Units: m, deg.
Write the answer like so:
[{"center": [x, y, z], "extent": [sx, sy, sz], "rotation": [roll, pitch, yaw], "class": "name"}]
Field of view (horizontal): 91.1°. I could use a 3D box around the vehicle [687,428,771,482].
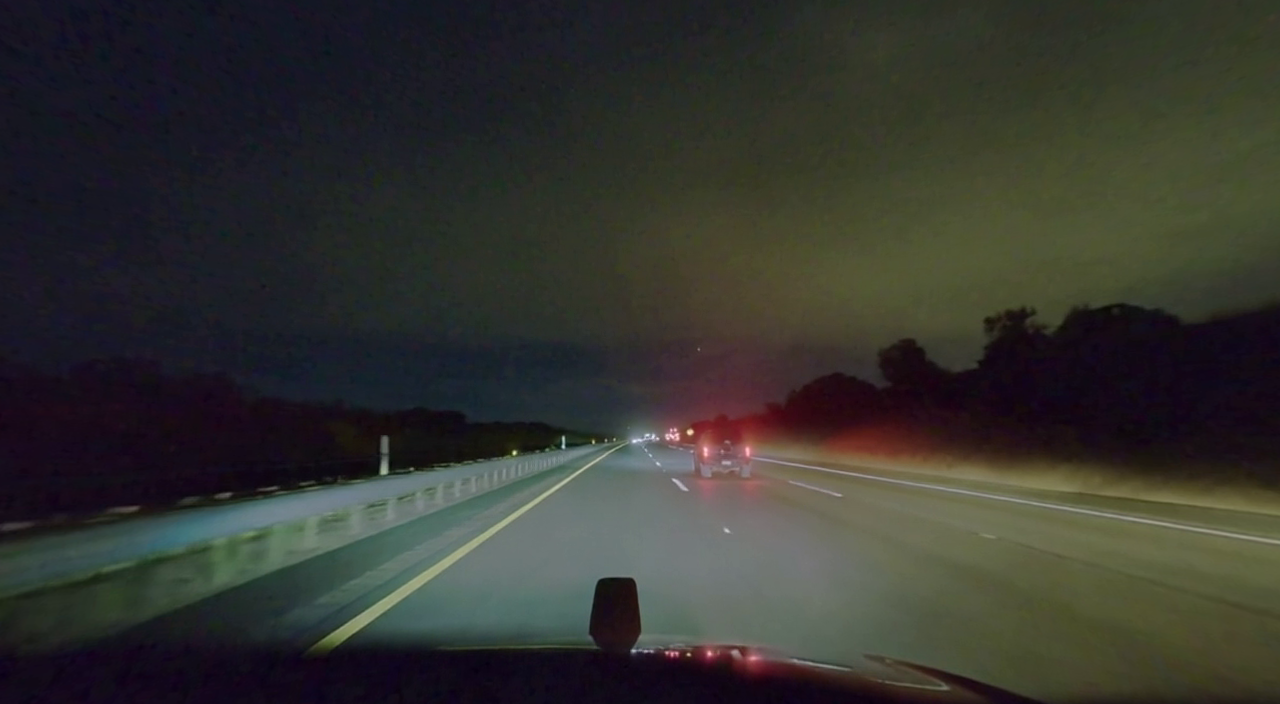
[{"center": [2.805, 3.365, 20.892], "extent": [2.084, 1.583, 4.420], "rotation": [0, -8, -1], "class": "vehicle"}]
